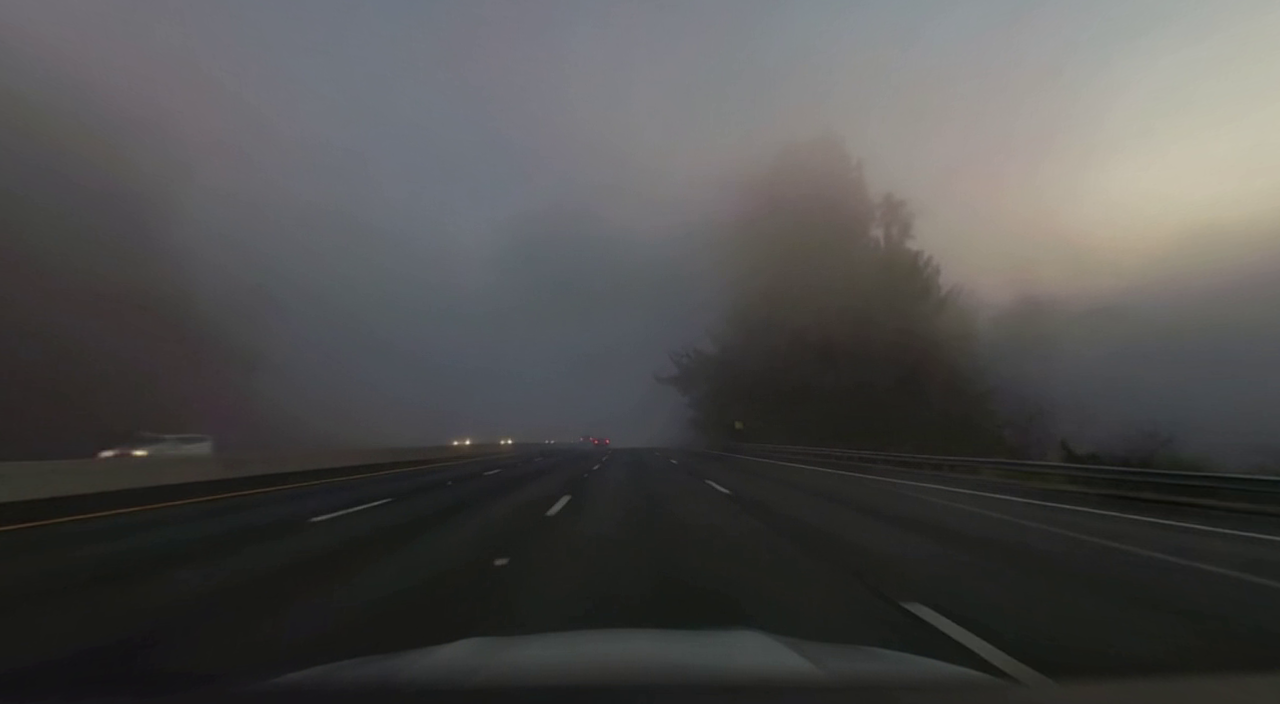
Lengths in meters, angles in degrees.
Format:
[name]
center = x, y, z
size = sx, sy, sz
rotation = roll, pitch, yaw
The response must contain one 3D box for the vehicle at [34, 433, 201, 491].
[vehicle]
center = -18.994, 3.967, 23.233
size = 2.079, 1.881, 4.761
rotation = 0, -8, 0
